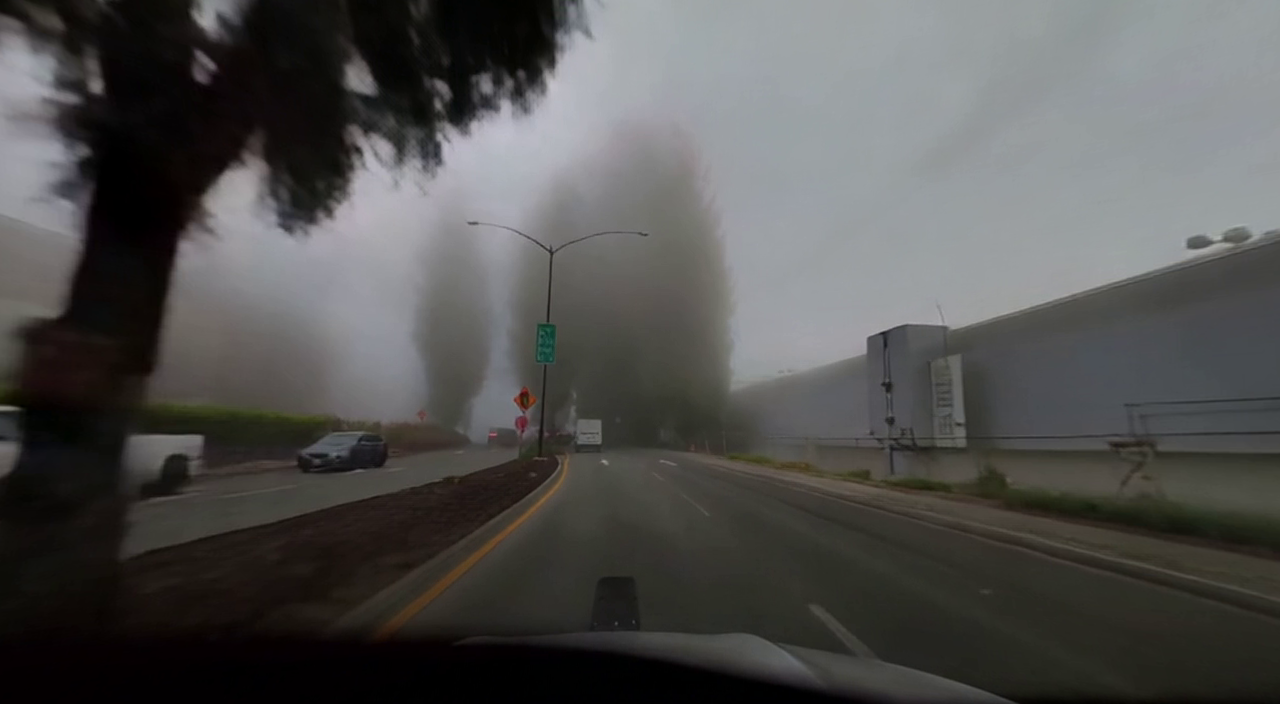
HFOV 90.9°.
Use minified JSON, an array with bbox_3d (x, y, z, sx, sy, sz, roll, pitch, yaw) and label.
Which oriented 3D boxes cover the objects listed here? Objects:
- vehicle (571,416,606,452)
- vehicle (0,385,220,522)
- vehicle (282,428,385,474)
[{"bbox_3d":[-4.130,6.472,49.537,2.276,2.706,5.232,1,-8,-9],"label":"vehicle"},{"bbox_3d":[-10.326,1.758,11.247,2.198,1.916,5.296,1,-8,-3],"label":"vehicle"},{"bbox_3d":[-11.016,3.586,23.014,1.897,1.515,3.986,1,-8,-3],"label":"vehicle"}]
